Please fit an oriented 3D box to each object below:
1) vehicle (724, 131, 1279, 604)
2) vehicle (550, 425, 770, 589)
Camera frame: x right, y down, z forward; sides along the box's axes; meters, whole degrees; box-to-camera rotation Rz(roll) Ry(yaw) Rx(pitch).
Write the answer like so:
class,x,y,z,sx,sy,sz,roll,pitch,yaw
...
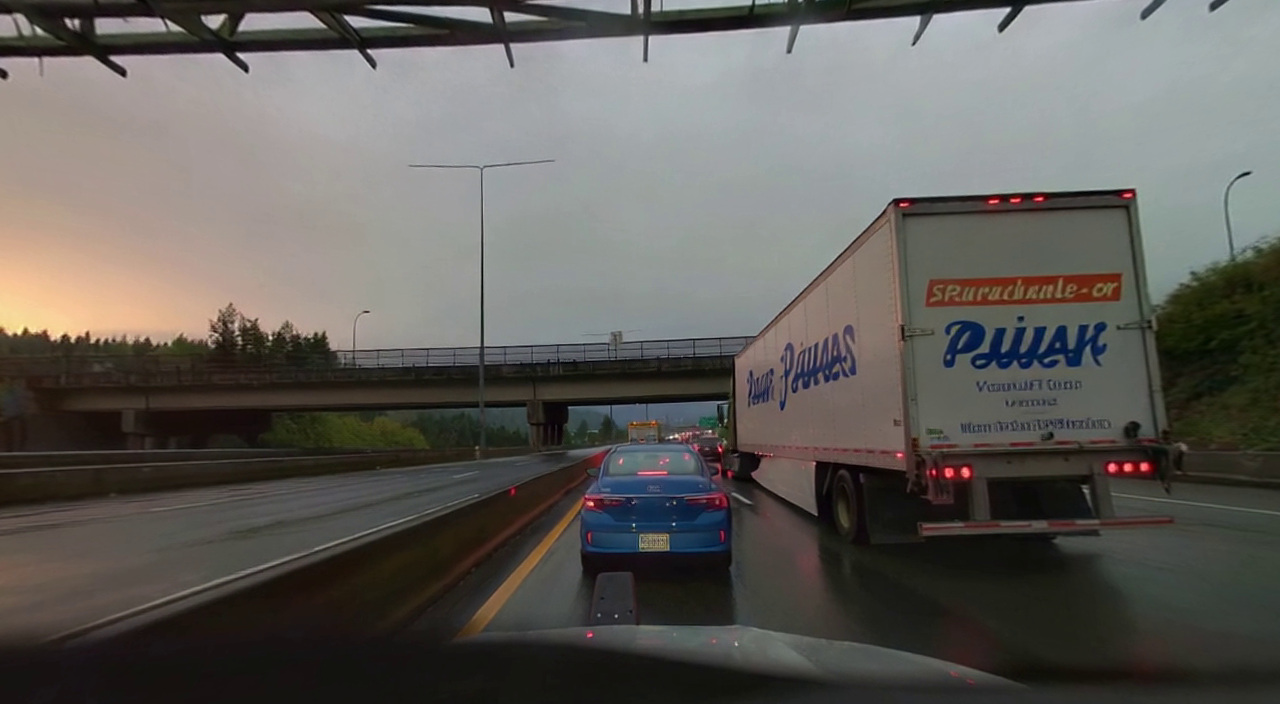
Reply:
class,x,y,z,sx,sy,sz,roll,pitch,yaw
vehicle,4.222,1.019,12.501,2.827,4.081,14.305,0,-8,-1
vehicle,0.170,1.705,7.726,2.045,1.490,3.597,-1,-8,0
